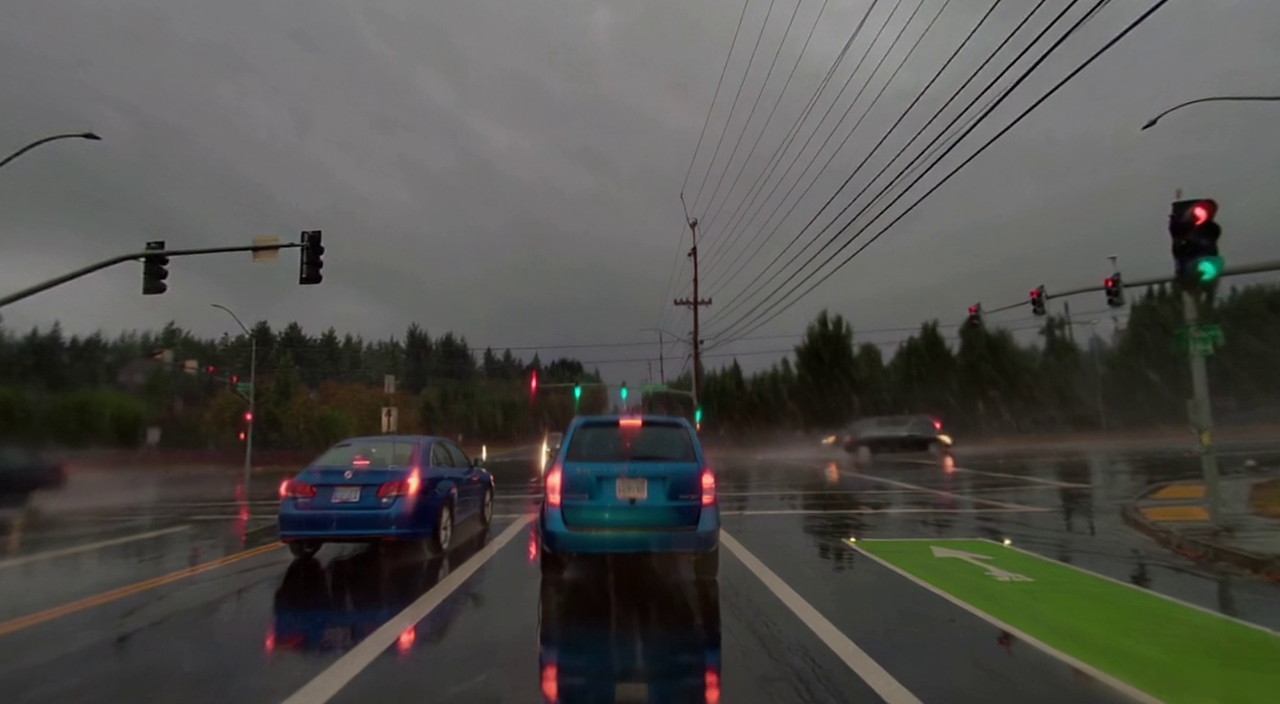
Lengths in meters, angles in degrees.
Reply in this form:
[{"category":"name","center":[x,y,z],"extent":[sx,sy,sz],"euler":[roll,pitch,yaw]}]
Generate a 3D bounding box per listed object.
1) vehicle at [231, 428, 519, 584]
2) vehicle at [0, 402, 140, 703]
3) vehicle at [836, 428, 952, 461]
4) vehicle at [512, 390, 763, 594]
[{"category":"vehicle","center":[-2.928,1.766,8.010],"extent":[1.969,1.486,3.702],"euler":[0,-8,1]},{"category":"vehicle","center":[-3.348,0.658,0.442],"extent":[1.928,1.488,4.936],"euler":[0,-8,1]},{"category":"vehicle","center":[11.748,4.294,29.299],"extent":[4.715,1.438,2.023],"euler":[-5,-10,29]},{"category":"vehicle","center":[-0.055,1.519,7.623],"extent":[2.182,1.773,4.041],"euler":[0,-8,-1]}]
